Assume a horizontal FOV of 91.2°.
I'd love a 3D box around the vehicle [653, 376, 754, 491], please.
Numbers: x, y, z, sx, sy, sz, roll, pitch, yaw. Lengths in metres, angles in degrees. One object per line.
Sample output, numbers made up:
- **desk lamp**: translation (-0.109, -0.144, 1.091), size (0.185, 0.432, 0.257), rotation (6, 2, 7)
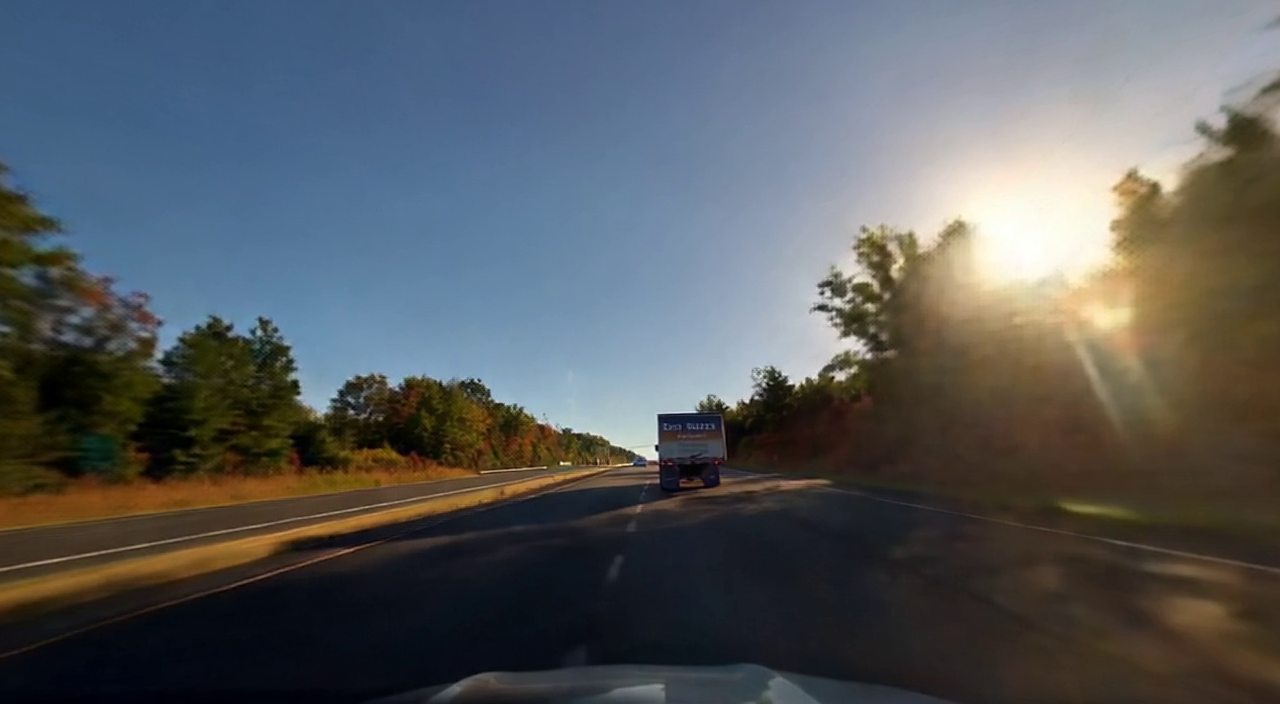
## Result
- **vehicle**: translation (2.592, 4.268, 31.070), size (3.537, 4.071, 17.399), rotation (-1, -9, 2)
